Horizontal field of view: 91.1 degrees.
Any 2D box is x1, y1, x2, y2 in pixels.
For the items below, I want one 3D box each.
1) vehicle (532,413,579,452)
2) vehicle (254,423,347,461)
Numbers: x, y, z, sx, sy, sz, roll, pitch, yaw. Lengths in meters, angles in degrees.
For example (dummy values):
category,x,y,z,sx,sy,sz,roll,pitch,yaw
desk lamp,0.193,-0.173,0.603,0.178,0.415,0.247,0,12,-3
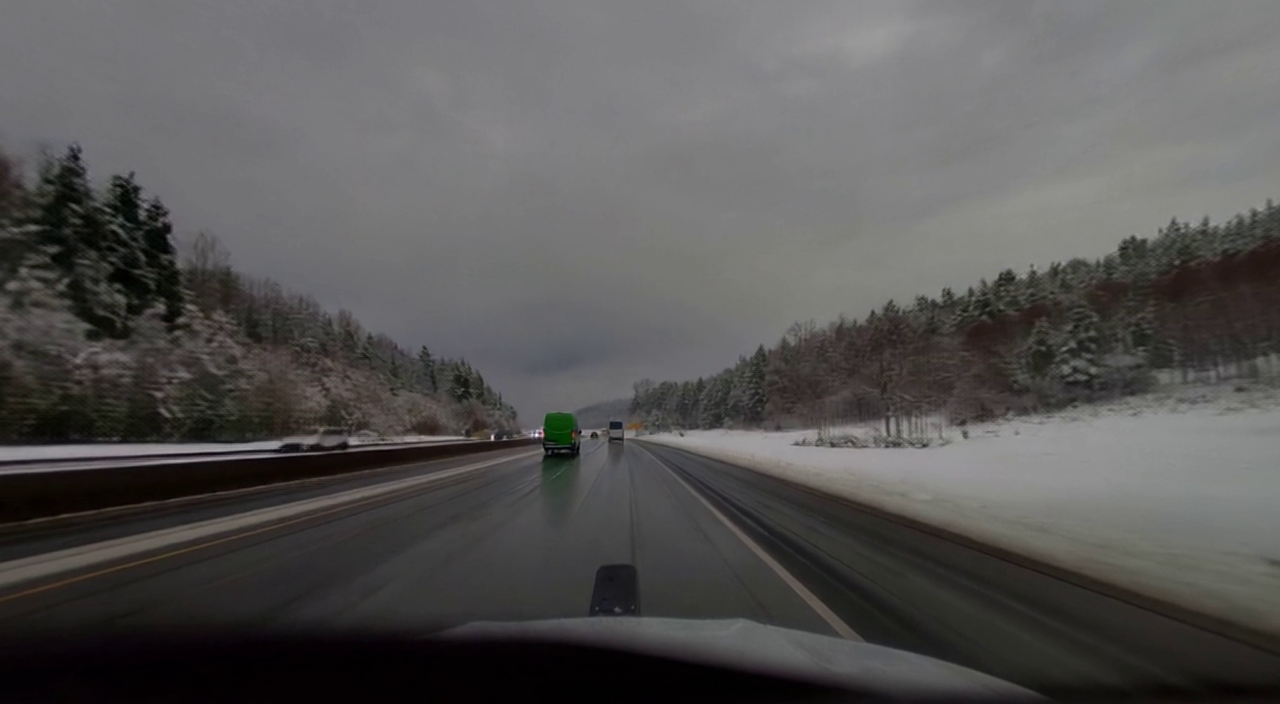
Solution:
category,x,y,z,sx,sy,sz,roll,pitch,yaw
vehicle,-5.737,5.615,43.628,2.561,2.509,5.465,0,-8,-1
vehicle,-15.478,4.117,28.925,1.875,1.585,4.297,0,-8,0
